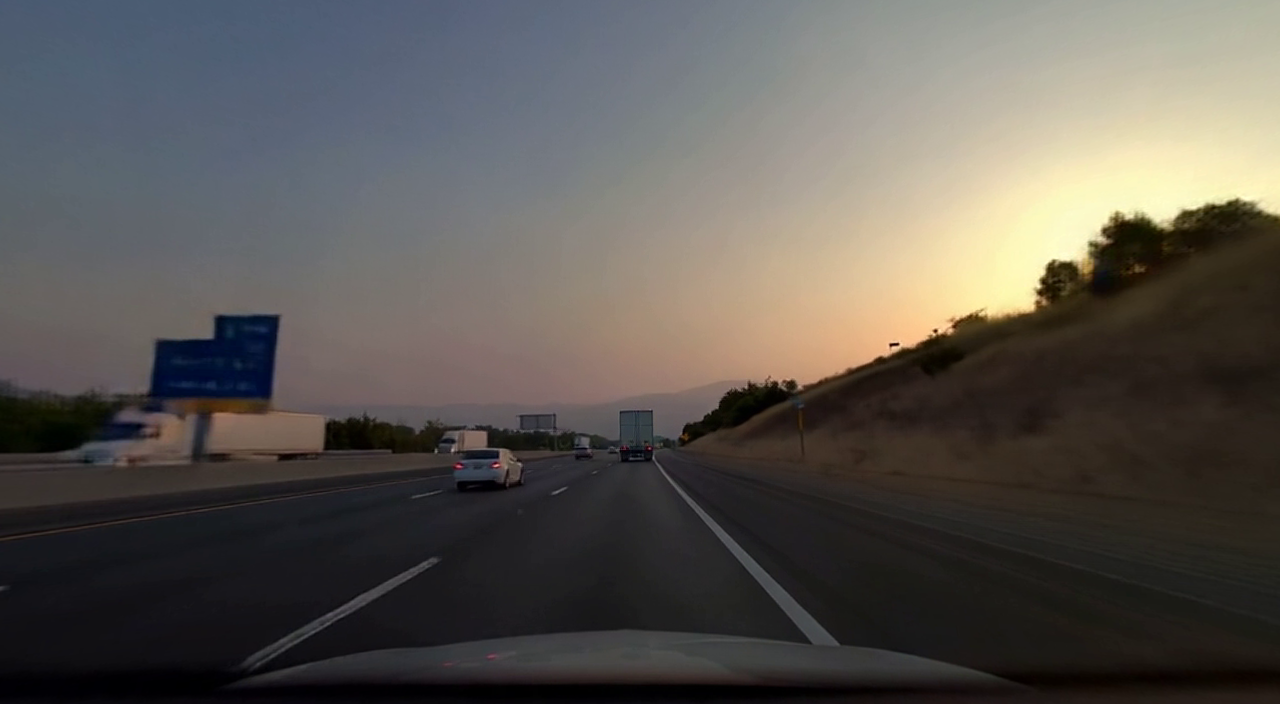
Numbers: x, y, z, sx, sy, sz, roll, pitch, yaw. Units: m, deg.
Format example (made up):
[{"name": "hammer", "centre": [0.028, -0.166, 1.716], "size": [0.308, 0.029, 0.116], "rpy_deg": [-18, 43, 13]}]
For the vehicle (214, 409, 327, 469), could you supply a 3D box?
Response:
[{"name": "vehicle", "centre": [-25.688, 6.225, 44.541], "size": [2.893, 3.815, 8.134], "rpy_deg": [0, -9, 0]}]

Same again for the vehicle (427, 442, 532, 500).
[{"name": "vehicle", "centre": [-4.617, 3.488, 18.769], "size": [2.024, 1.515, 3.907], "rpy_deg": [0, -9, 1]}]

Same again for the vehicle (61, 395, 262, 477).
[{"name": "vehicle", "centre": [-25.804, 4.791, 35.125], "size": [2.928, 3.848, 10.370], "rpy_deg": [0, -9, 0]}]
